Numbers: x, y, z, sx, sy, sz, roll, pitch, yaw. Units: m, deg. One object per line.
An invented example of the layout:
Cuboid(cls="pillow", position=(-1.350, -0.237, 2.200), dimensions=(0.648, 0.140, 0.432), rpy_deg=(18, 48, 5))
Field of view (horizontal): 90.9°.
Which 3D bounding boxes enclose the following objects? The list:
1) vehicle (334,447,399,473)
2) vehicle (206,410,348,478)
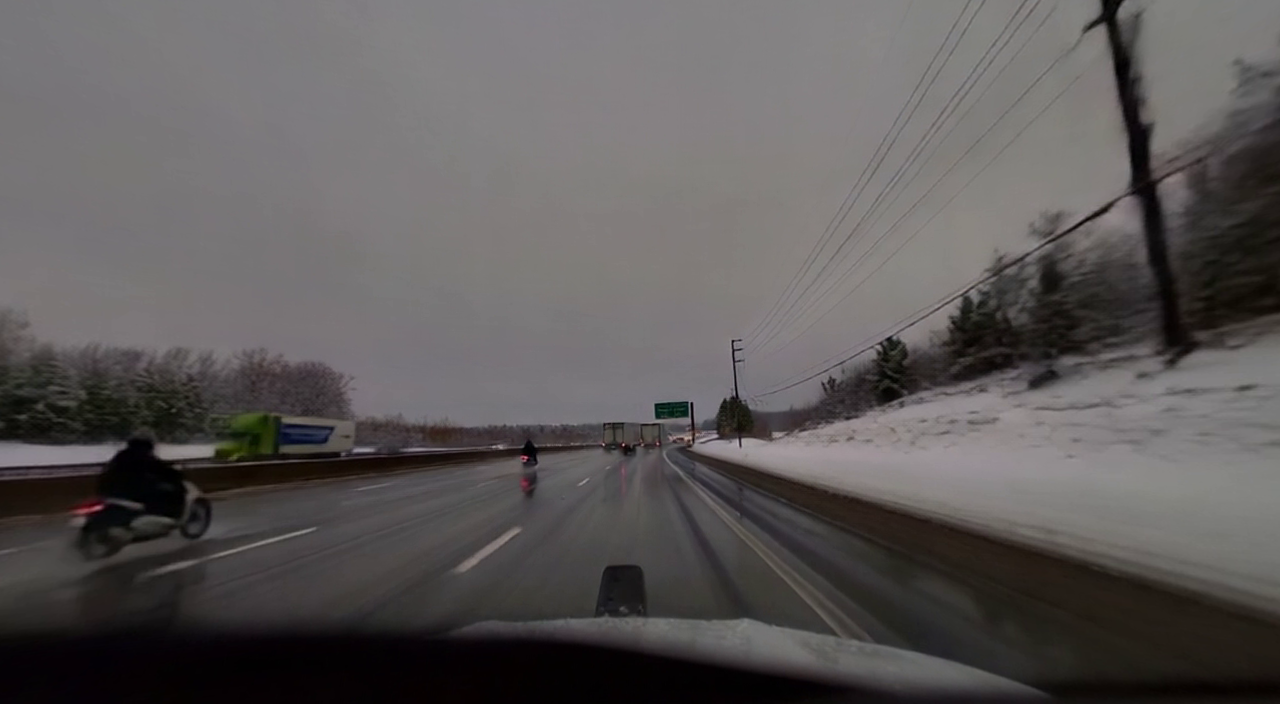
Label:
Cuboid(cls="vehicle", position=(-16.705, 6.620, 38.754), dimensions=(1.897, 1.459, 4.402), rpy_deg=(0, -8, 1))
Cuboid(cls="vehicle", position=(-24.356, 6.325, 43.460), dimensions=(2.961, 4.007, 11.214), rpy_deg=(0, -8, 1))
